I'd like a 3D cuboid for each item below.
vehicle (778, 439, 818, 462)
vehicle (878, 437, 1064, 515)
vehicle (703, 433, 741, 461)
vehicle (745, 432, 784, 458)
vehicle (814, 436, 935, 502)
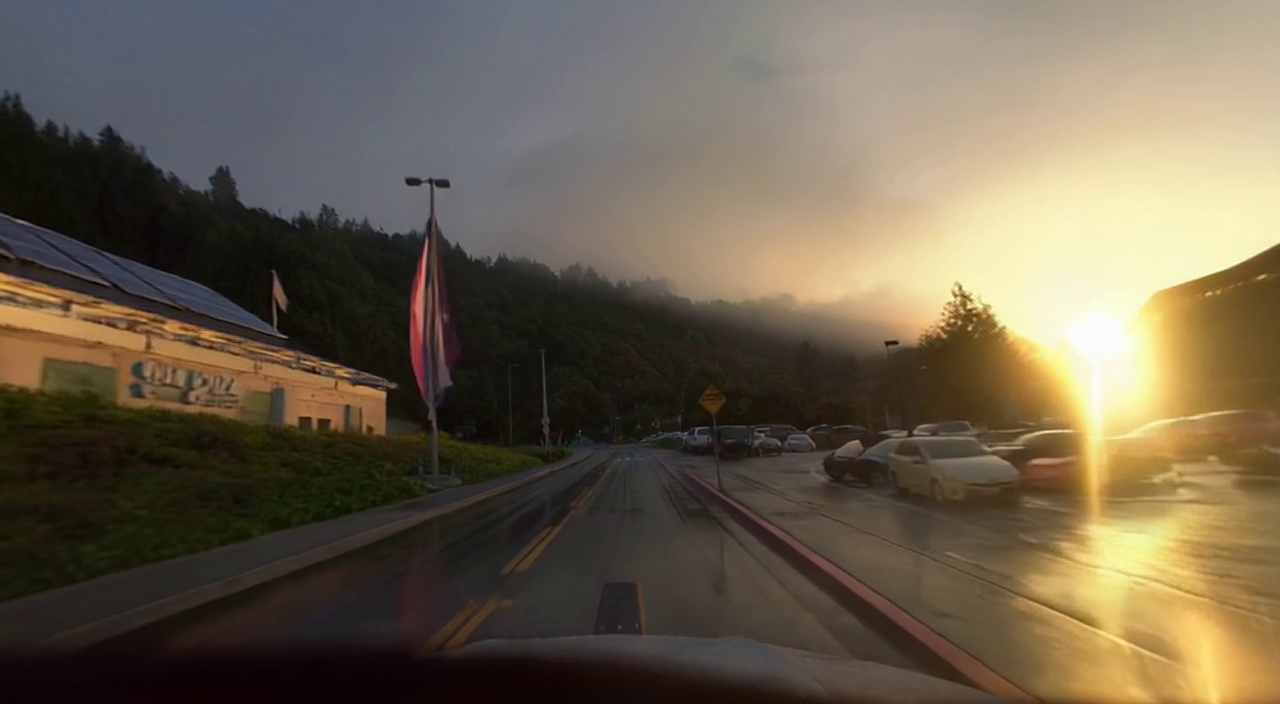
[{"bbox_3d":[11.050,6.888,44.105,1.819,1.494,3.834,0,-9,0],"label":"vehicle"},{"bbox_3d":[7.303,2.752,14.445,1.909,1.496,4.079,0,-9,-2],"label":"vehicle"},{"bbox_3d":[5.754,6.757,44.509,1.977,1.860,4.237,0,-9,-2],"label":"vehicle"},{"bbox_3d":[8.555,6.477,43.613,1.924,1.713,4.627,-1,-9,2],"label":"vehicle"},{"bbox_3d":[6.986,3.463,19.276,1.961,1.648,4.260,-2,-7,-1],"label":"vehicle"}]
